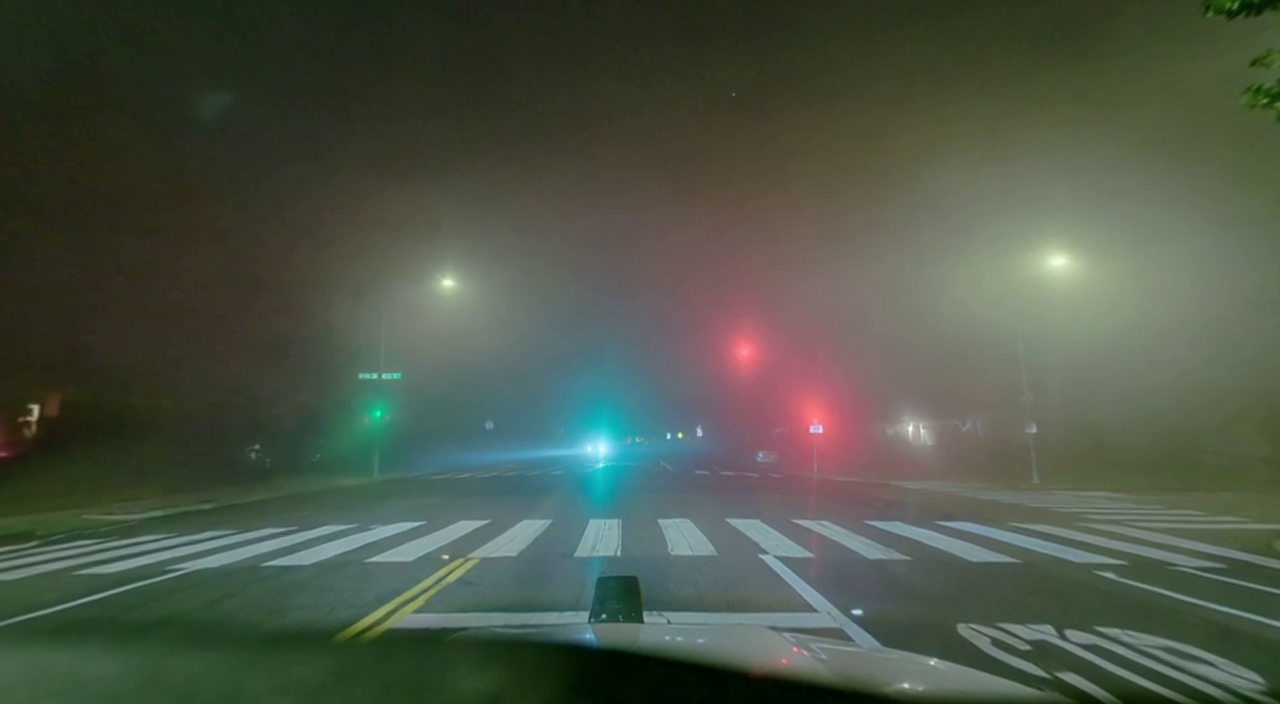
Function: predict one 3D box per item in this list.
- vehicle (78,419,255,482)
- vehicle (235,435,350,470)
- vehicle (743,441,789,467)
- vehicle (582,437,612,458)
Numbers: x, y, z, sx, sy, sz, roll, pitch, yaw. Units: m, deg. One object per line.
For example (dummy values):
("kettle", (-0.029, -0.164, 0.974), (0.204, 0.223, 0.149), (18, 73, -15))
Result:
("vehicle", (-17.923, 3.762, 24.151), (4.800, 2.259, 2.303), (0, -9, -1))
("vehicle", (-17.942, 5.187, 32.796), (4.743, 1.734, 1.994), (0, -9, 0))
("vehicle", (8.008, 6.539, 40.561), (2.029, 1.554, 4.705), (0, -9, 1))
("vehicle", (-3.192, 7.219, 47.932), (2.014, 1.499, 3.999), (0, -9, 0))
